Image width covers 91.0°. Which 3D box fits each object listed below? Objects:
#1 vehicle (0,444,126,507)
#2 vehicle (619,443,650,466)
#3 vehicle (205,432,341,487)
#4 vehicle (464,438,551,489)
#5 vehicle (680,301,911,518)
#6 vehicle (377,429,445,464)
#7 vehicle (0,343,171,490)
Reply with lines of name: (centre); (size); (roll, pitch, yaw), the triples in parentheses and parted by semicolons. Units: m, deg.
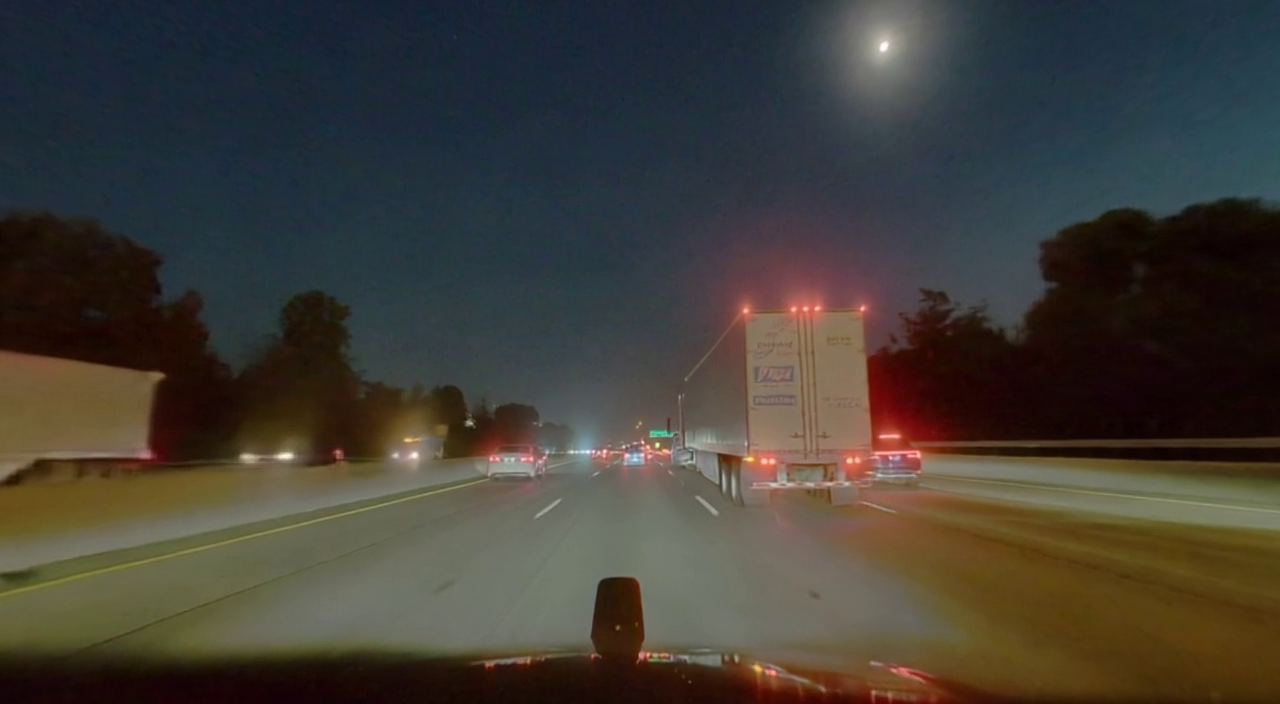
vehicle: (-14.893, 2.961, 15.426); (1.596, 1.364, 3.442); (0, -8, 2)
vehicle: (-0.325, 7.012, 43.322); (2.047, 1.485, 3.938); (0, -8, 1)
vehicle: (-11.325, 3.333, 19.770); (1.890, 1.546, 3.774); (0, -8, 1)
vehicle: (-4.235, 3.629, 20.784); (1.968, 1.507, 3.829); (0, -8, 1)
vehicle: (3.411, 2.195, 19.997); (2.907, 4.109, 16.177); (0, -8, -1)
vehicle: (-14.945, 6.217, 41.543); (2.307, 2.151, 5.598); (0, -8, 1)
vehicle: (-18.590, 1.414, 14.665); (2.807, 3.908, 16.399); (0, -8, 0)
